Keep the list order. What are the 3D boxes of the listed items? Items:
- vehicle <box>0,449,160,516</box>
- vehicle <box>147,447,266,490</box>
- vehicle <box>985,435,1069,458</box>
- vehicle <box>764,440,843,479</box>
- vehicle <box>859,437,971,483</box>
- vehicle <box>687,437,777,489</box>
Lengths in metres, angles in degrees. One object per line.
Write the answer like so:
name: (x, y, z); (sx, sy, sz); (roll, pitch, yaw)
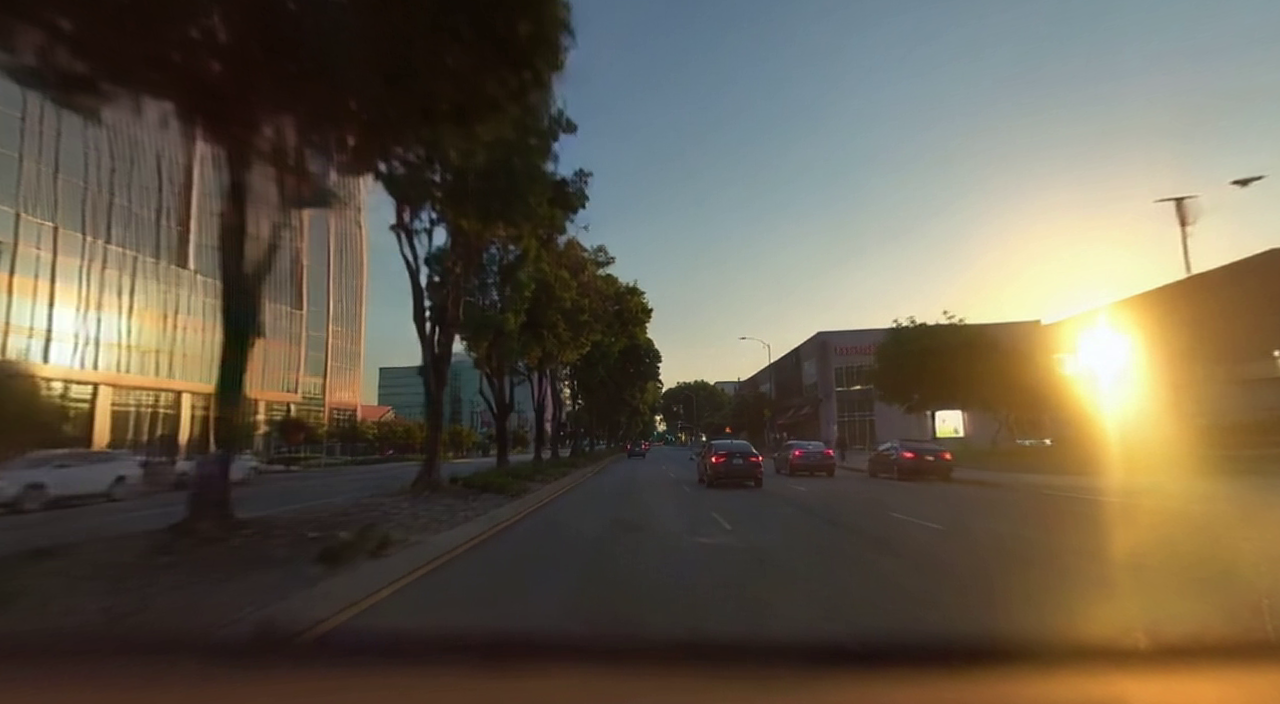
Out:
vehicle: (-16.598, 3.587, 18.021); (2.031, 1.607, 4.759); (0, -8, 1)
vehicle: (-19.617, 5.239, 28.908); (2.071, 1.743, 4.749); (0, -8, 0)
vehicle: (29.109, 7.152, 47.644); (5.001, 1.528, 1.863); (-11, -12, 43)
vehicle: (6.405, 4.246, 25.291); (1.912, 1.411, 4.380); (0, -8, -1)
vehicle: (9.956, 3.924, 23.349); (2.003, 1.511, 4.670); (0, -8, 0)
vehicle: (2.841, 3.549, 20.536); (2.131, 1.491, 4.496); (0, -8, -2)
